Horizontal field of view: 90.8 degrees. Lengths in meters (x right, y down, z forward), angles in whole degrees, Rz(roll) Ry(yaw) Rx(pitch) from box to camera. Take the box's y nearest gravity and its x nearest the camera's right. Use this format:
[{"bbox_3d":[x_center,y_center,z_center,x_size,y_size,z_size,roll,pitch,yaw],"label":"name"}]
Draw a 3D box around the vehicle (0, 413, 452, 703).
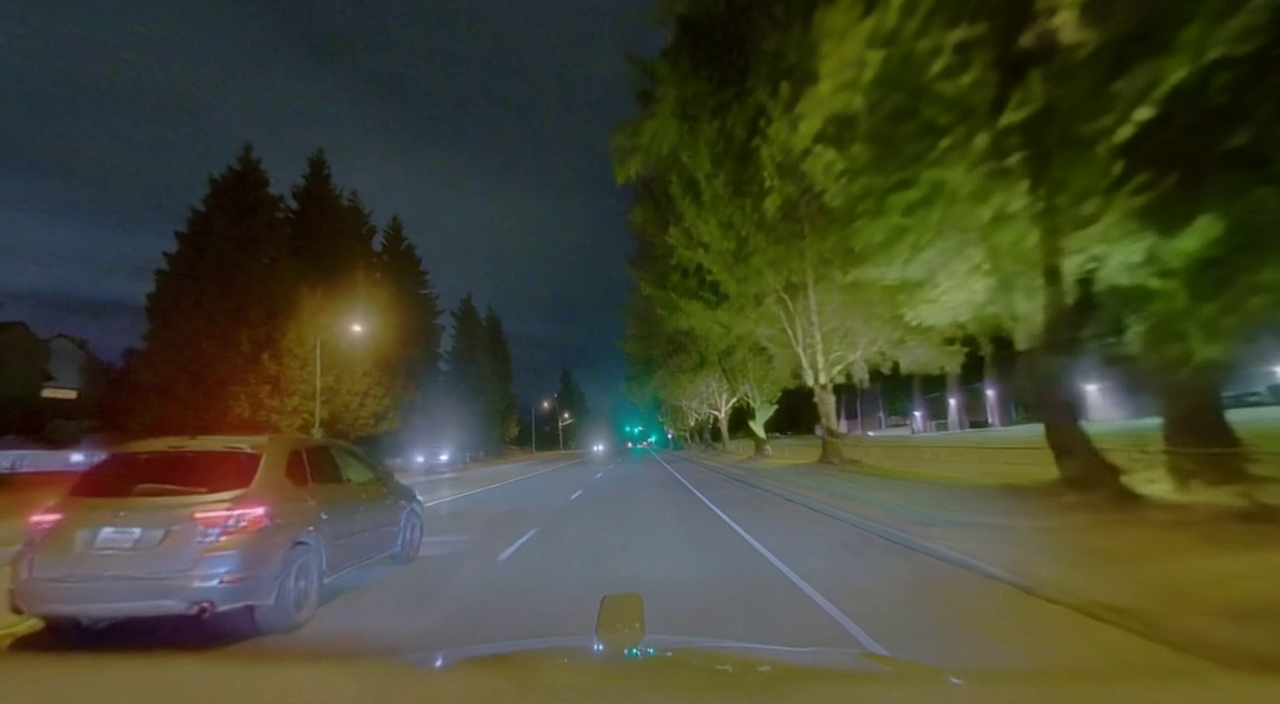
[{"bbox_3d":[-3.307,1.364,5.218,2.020,1.478,4.890,0,-8,0],"label":"vehicle"}]
